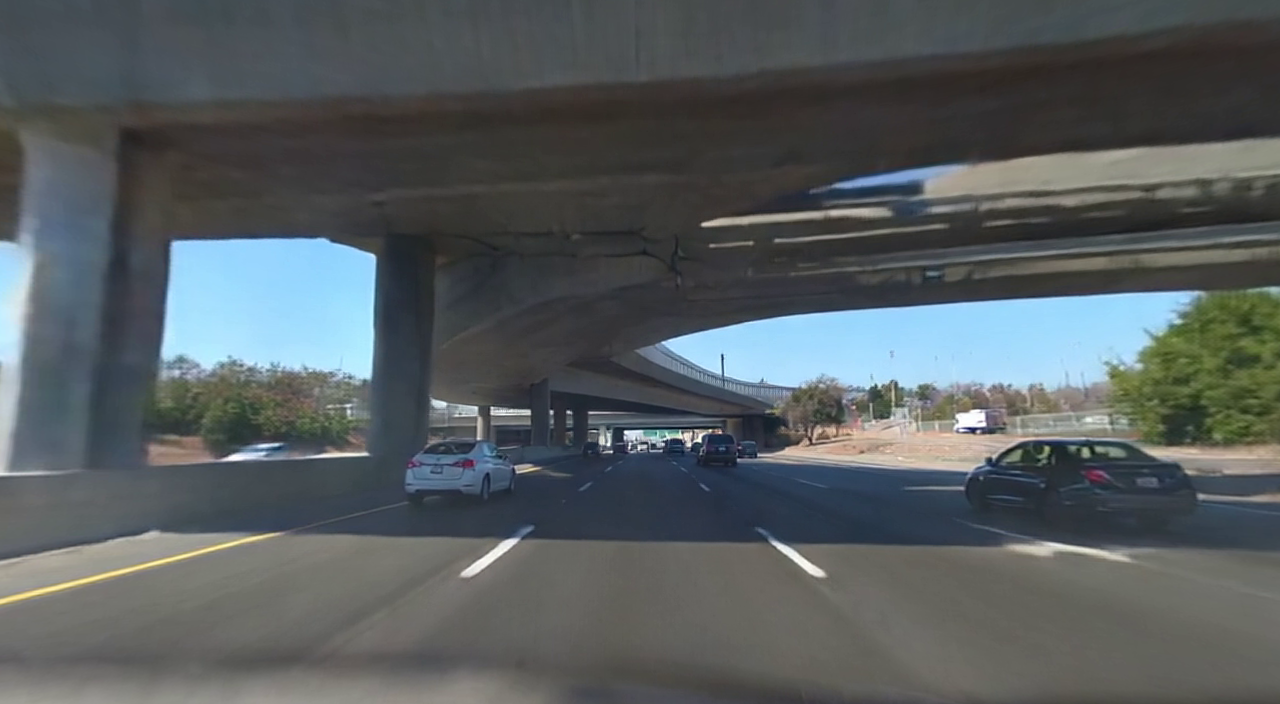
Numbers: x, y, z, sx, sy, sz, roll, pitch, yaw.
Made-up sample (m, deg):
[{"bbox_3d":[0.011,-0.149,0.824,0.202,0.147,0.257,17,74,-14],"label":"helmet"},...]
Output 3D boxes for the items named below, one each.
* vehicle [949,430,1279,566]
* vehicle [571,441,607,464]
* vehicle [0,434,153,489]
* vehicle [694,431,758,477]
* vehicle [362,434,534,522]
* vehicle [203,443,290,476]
[{"bbox_3d":[6.542,1.929,9.128,1.989,1.472,4.322,0,-8,1],"label":"vehicle"},{"bbox_3d":[-3.505,6.974,43.911,2.047,1.464,4.387,0,-8,1],"label":"vehicle"},{"bbox_3d":[-23.819,4.444,26.152,2.403,1.981,6.428,0,-8,-3],"label":"vehicle"},{"bbox_3d":[3.538,4.307,26.855,2.072,1.761,4.242,0,-8,-1],"label":"vehicle"},{"bbox_3d":[-3.651,2.489,13.102,1.997,1.476,4.703,0,-8,1],"label":"vehicle"},{"bbox_3d":[-20.043,5.481,32.406,1.857,1.535,4.382,0,-9,-4],"label":"vehicle"}]
